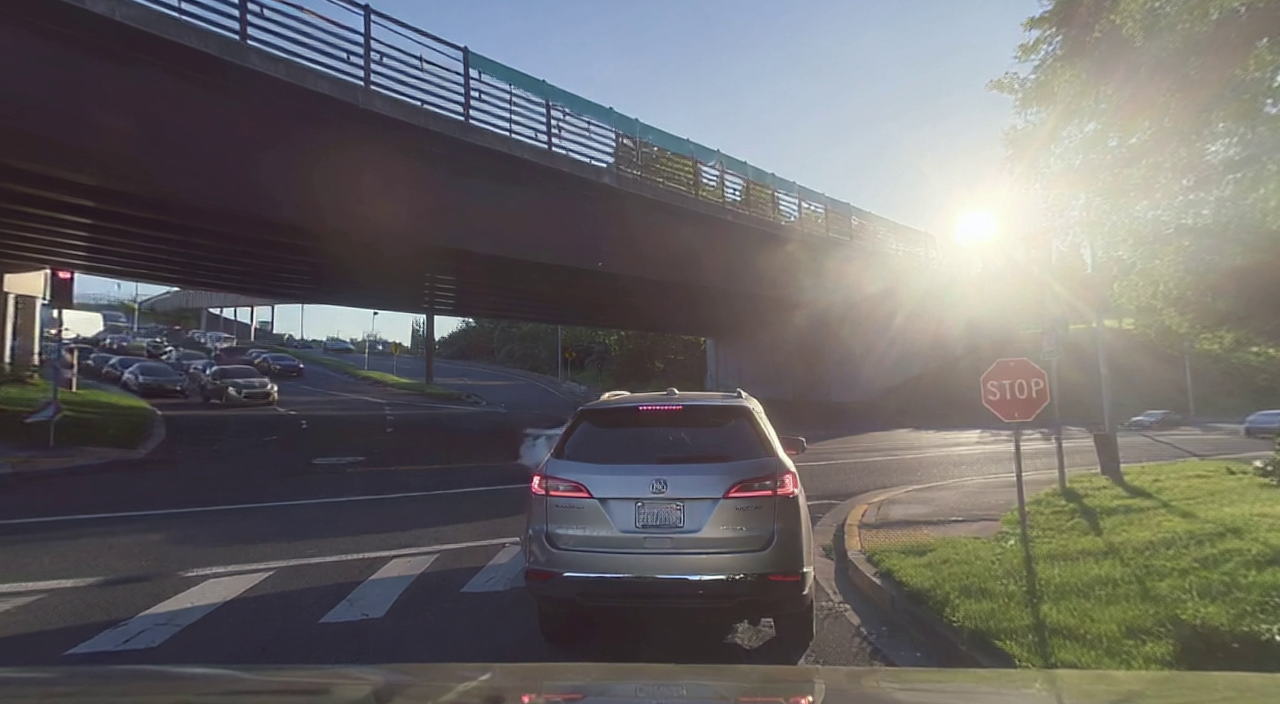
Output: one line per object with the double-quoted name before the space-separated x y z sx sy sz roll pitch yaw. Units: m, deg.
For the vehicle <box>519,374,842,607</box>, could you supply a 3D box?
"vehicle" 0.312 1.399 7.148 2.494 1.804 4.336 0 -9 0
